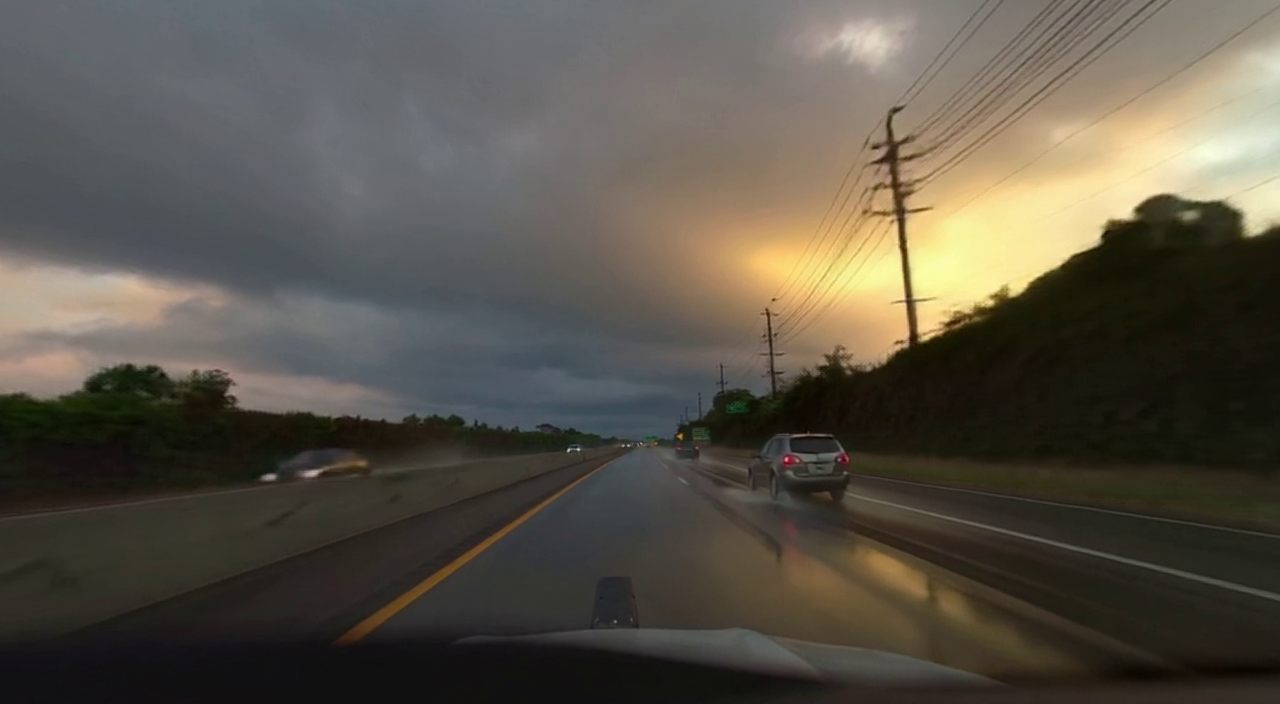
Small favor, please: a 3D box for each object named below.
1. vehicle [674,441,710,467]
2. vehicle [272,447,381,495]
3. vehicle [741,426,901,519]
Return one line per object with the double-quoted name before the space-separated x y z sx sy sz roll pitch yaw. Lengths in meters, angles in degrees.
"vehicle" 3.166 6.282 39.164 1.868 1.507 3.833 0 -8 -1
"vehicle" -11.272 4.272 23.008 1.816 1.489 4.295 0 -8 -1
"vehicle" 3.517 2.419 13.260 1.977 1.581 4.428 0 -8 -1
